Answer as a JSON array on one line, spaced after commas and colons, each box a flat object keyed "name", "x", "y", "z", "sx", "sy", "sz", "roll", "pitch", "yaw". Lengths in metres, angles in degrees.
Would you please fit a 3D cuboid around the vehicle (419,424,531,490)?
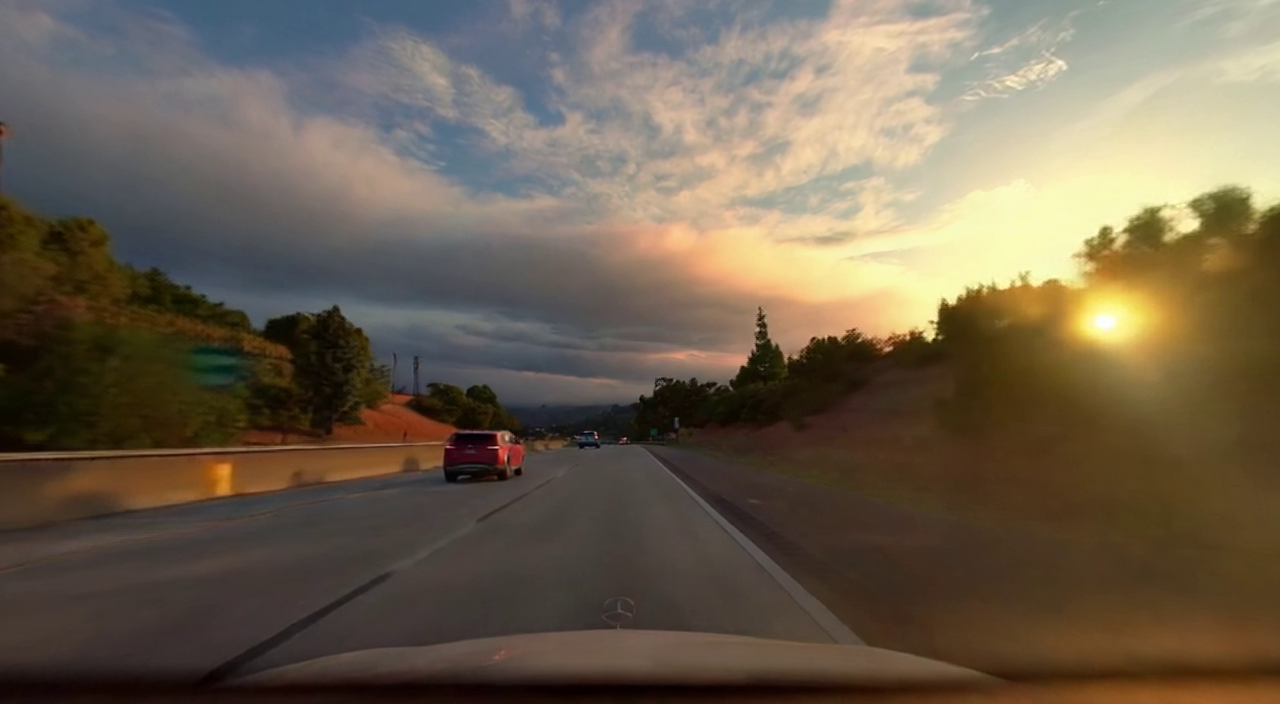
[{"name": "vehicle", "x": -4.581, "y": 2.973, "z": 18.241, "sx": 2.070, "sy": 1.647, "sz": 4.577, "roll": 0, "pitch": -8, "yaw": -1}]
